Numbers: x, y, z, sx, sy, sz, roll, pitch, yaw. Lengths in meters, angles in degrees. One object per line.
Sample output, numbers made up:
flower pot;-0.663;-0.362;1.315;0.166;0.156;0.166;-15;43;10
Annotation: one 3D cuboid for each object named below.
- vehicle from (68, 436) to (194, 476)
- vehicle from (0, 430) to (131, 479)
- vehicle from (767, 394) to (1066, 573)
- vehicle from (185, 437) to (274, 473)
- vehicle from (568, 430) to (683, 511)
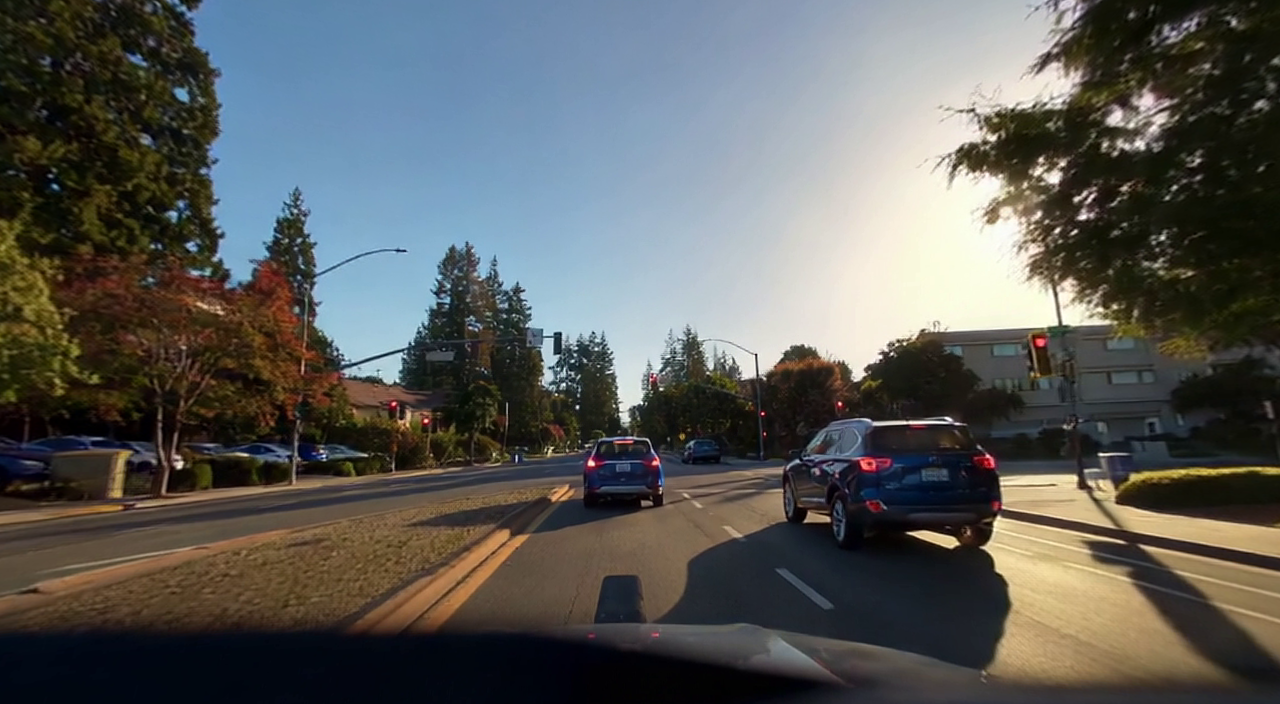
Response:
vehicle;-28.472;5.804;35.621;5.119;2.119;2.199;4;-9;-29
vehicle;-28.823;5.031;31.259;5.285;2.200;2.387;3;-10;-32
vehicle;3.197;1.634;8.549;2.046;1.768;4.370;0;-8;0
vehicle;-28.544;7.155;44.000;4.943;2.110;2.217;3;-11;-38
vehicle;-0.297;2.606;14.388;2.177;1.512;4.682;0;-8;0
